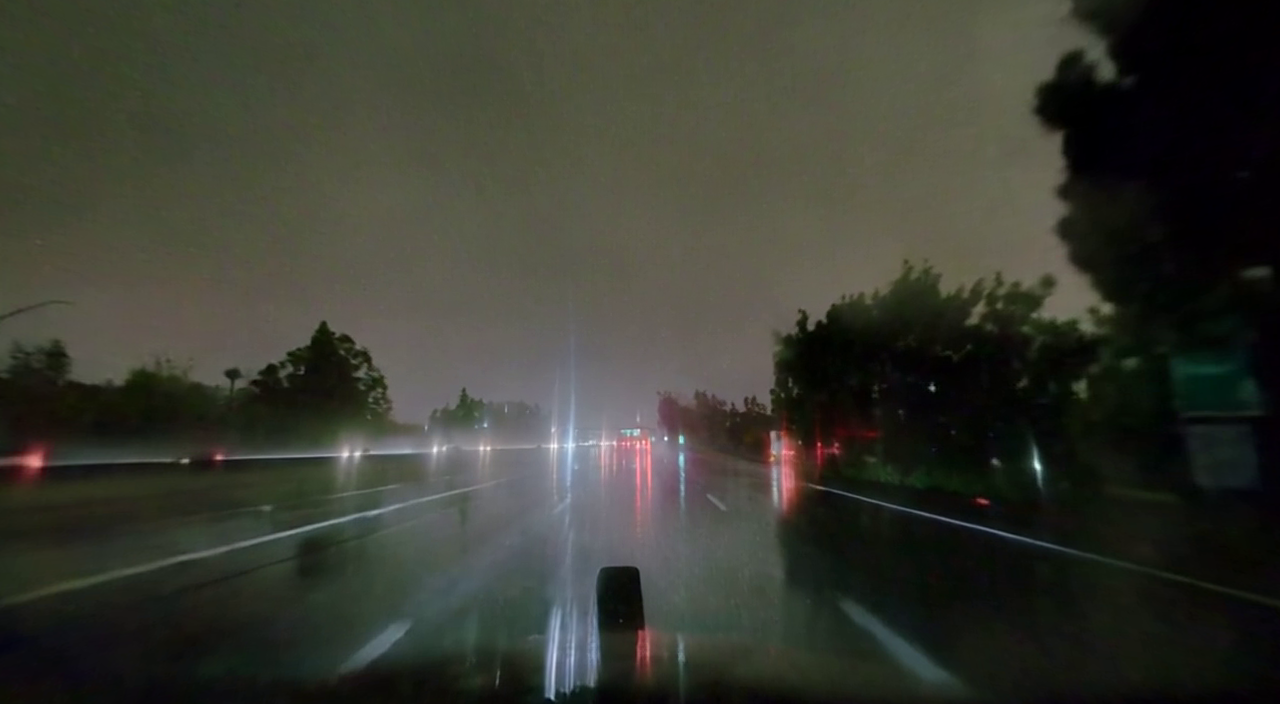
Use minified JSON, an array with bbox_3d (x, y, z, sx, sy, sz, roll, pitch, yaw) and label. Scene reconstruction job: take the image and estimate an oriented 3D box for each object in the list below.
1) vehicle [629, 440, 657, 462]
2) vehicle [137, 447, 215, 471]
[{"bbox_3d":[0.225,7.472,47.710,2.021,1.528,4.154,0,-8,0],"label":"vehicle"},{"bbox_3d":[-35.615,8.181,48.659,2.008,1.738,5.184,0,-8,0],"label":"vehicle"}]
